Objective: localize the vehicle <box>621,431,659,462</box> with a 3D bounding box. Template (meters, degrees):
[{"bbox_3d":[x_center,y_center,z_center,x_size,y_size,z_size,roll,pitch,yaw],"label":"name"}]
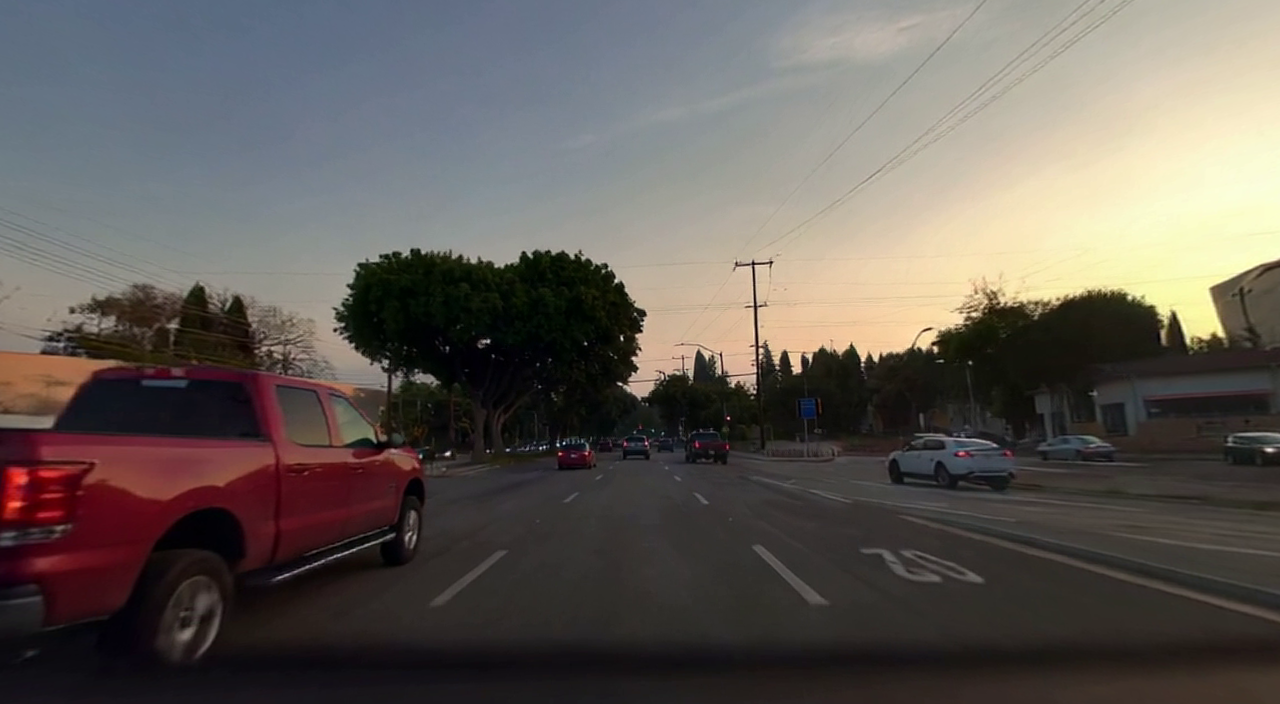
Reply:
[{"bbox_3d":[0.004,7.041,47.084,2.643,2.145,5.585,0,-8,0],"label":"vehicle"}]

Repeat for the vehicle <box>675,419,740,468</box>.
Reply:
[{"bbox_3d":[4.012,5.695,39.258,2.905,2.636,6.895,-2,-9,-2],"label":"vehicle"}]

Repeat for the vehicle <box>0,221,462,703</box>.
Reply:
[{"bbox_3d":[-3.620,1.009,5.371,2.402,2.194,6.051,0,-8,0],"label":"vehicle"}]

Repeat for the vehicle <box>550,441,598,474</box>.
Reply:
[{"bbox_3d":[-3.169,5.171,31.209,1.939,1.494,4.499,0,-8,0],"label":"vehicle"}]

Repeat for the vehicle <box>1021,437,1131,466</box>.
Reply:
[{"bbox_3d":[23.357,5.384,34.101,1.973,1.436,4.626,2,-9,-15],"label":"vehicle"}]

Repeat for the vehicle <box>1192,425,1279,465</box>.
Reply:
[{"bbox_3d":[27.867,4.138,28.022,2.012,1.701,4.524,5,-10,-32],"label":"vehicle"}]

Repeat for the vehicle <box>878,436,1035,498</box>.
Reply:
[{"bbox_3d":[9.369,3.407,19.192,2.010,1.633,4.246,1,-9,-11],"label":"vehicle"}]
